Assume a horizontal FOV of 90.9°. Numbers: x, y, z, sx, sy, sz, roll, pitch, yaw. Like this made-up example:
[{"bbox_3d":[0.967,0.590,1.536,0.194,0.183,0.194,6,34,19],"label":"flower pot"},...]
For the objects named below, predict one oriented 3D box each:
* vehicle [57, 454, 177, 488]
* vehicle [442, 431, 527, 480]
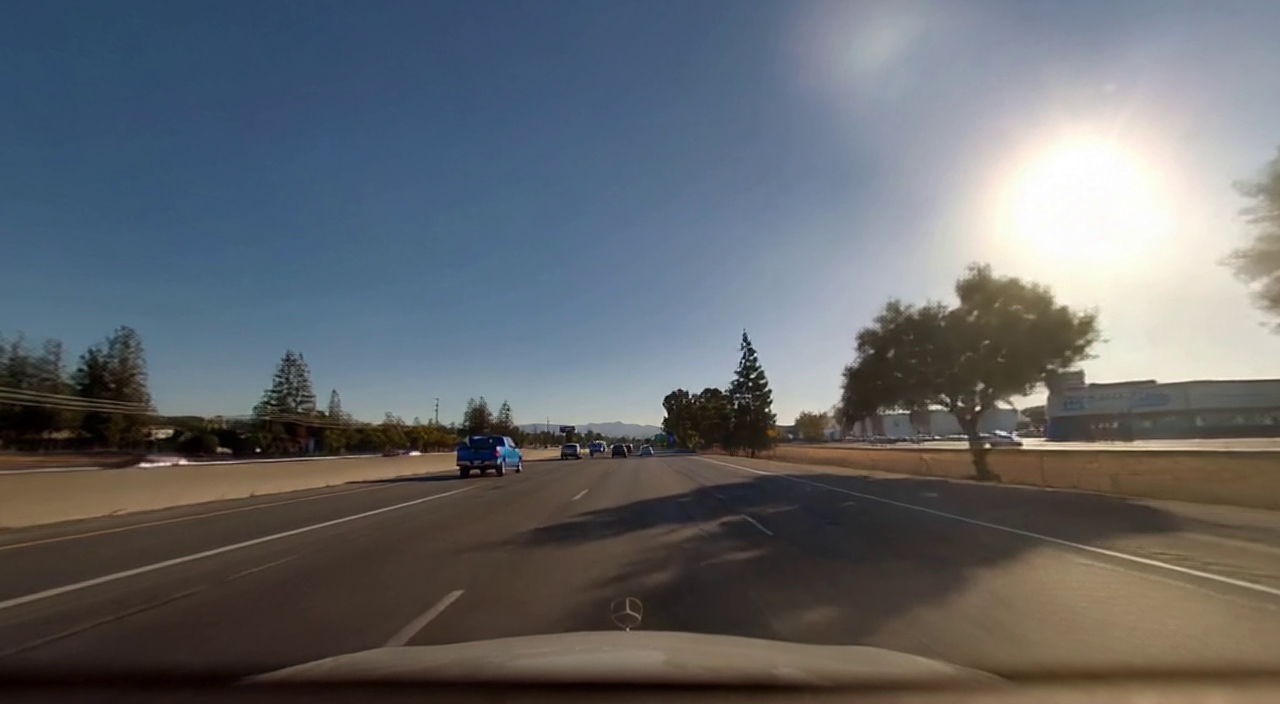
[{"bbox_3d":[-25.782,5.843,31.350,1.881,1.503,4.705,0,-8,1],"label":"vehicle"},{"bbox_3d":[-6.716,4.553,28.072,2.156,1.911,5.956,0,-8,1],"label":"vehicle"}]
